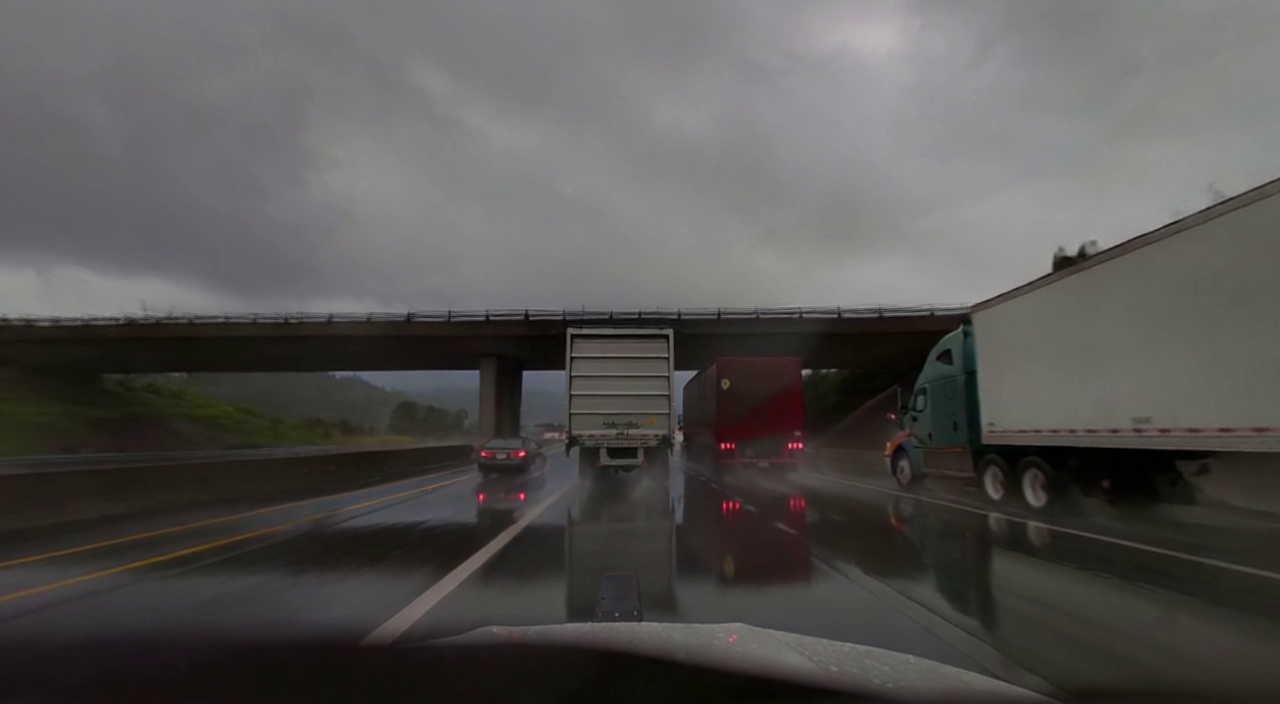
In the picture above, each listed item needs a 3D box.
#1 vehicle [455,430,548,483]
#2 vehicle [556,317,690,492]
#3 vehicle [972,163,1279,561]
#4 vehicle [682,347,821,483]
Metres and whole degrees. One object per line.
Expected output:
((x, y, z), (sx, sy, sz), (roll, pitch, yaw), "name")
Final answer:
((-4.199, 3.214, 19.707), (2.049, 1.483, 3.786), (0, -8, 0), "vehicle")
((-0.604, 1.911, 20.045), (3.090, 4.065, 10.702), (0, -8, -2), "vehicle")
((8.187, 0.000, 5.792), (3.000, 4.114, 13.063), (0, -8, -1), "vehicle")
((3.546, 2.551, 23.735), (2.817, 3.886, 11.491), (0, -8, -2), "vehicle")
